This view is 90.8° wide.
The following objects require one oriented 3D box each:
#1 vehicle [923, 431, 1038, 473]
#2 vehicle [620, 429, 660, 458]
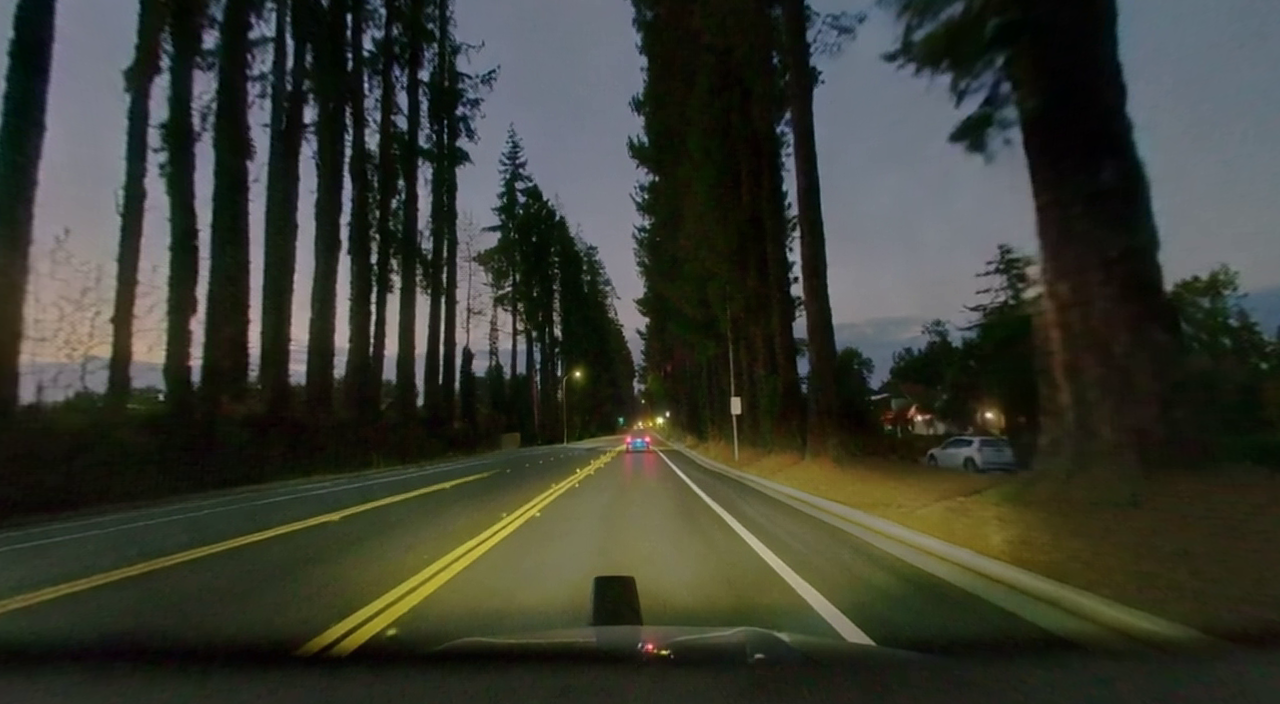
[{"bbox_3d":[13.226,3.919,24.911,1.766,1.463,4.445,2,-8,-5],"label":"vehicle"},{"bbox_3d":[-0.014,4.994,34.397,2.067,1.486,3.861,0,-8,0],"label":"vehicle"}]
